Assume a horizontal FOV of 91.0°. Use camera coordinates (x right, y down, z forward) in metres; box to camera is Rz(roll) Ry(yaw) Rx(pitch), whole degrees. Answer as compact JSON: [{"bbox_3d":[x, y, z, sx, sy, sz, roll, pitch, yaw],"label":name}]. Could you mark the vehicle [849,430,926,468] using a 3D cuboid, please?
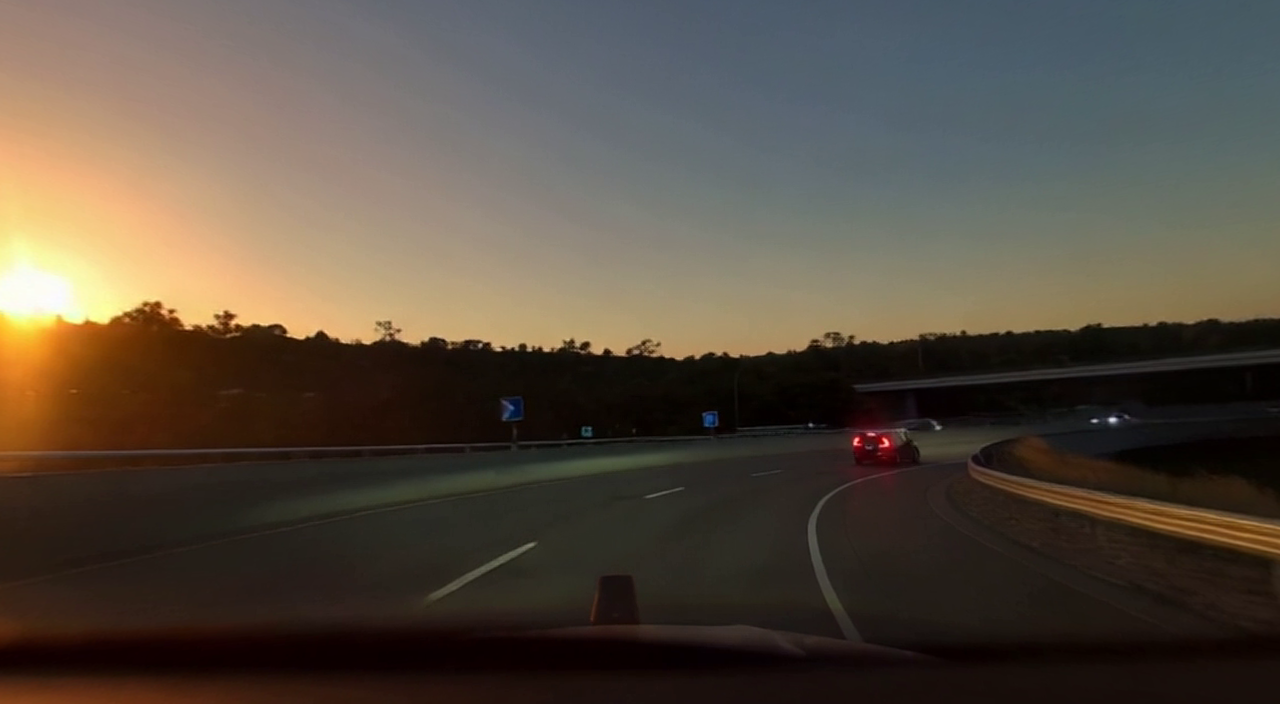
[{"bbox_3d":[11.231,4.333,28.420,2.028,1.440,3.970,-3,-8,41],"label":"vehicle"}]
